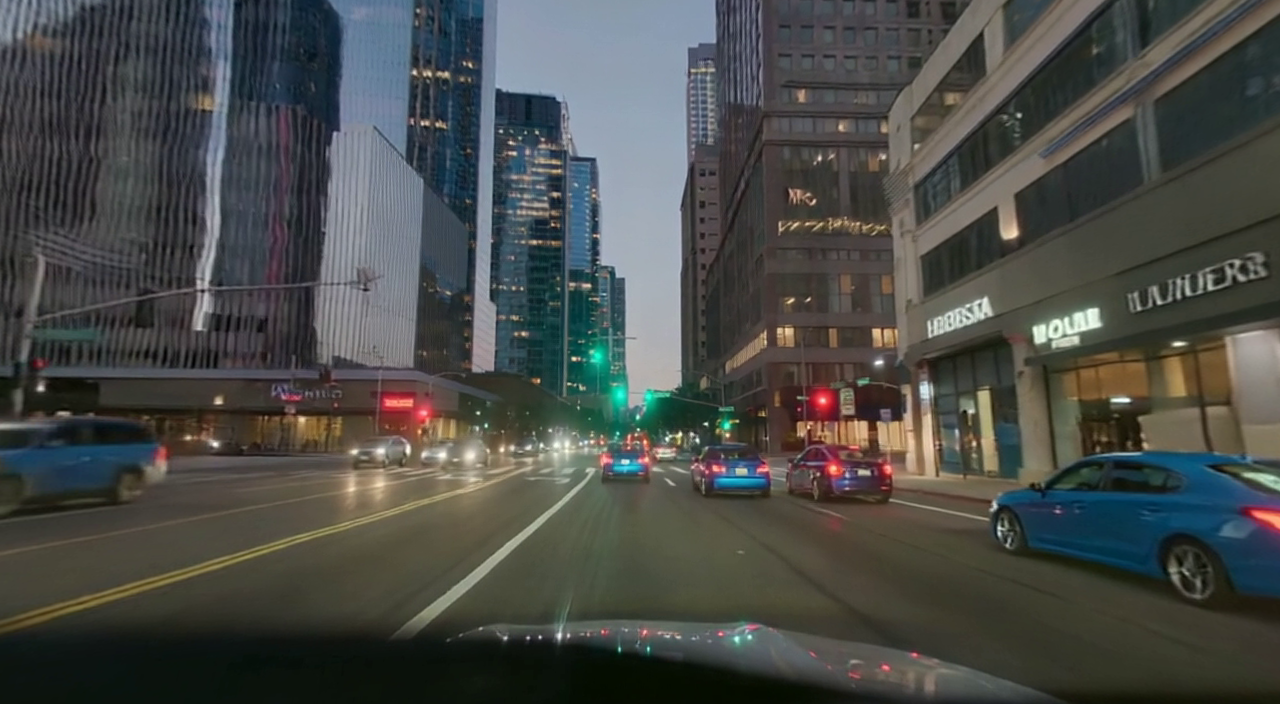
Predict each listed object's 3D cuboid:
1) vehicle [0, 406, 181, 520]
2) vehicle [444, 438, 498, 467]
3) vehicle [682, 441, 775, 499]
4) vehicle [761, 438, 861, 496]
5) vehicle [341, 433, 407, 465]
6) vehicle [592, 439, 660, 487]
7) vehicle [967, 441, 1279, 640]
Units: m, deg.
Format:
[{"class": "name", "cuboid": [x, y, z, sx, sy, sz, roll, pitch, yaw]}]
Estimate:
[{"class": "vehicle", "cuboid": [-12.720, 2.266, 13.184, 2.152, 2.035, 5.504, 0, -9, -1]}, {"class": "vehicle", "cuboid": [-9.901, 5.927, 37.446, 1.960, 1.568, 4.511, 0, -9, 0]}, {"class": "vehicle", "cuboid": [2.436, 3.389, 18.603, 1.987, 1.484, 4.427, 1, -9, -2]}, {"class": "vehicle", "cuboid": [5.609, 3.820, 21.395, 2.015, 1.745, 4.444, 1, -9, -2]}, {"class": "vehicle", "cuboid": [-15.523, 5.694, 37.139, 1.932, 1.760, 4.422, 0, -9, -1]}, {"class": "vehicle", "cuboid": [-0.457, 3.746, 21.582, 2.096, 1.457, 4.160, 0, -9, -1]}, {"class": "vehicle", "cuboid": [5.746, 1.732, 6.771, 1.914, 1.484, 4.639, 1, -9, -1]}]
